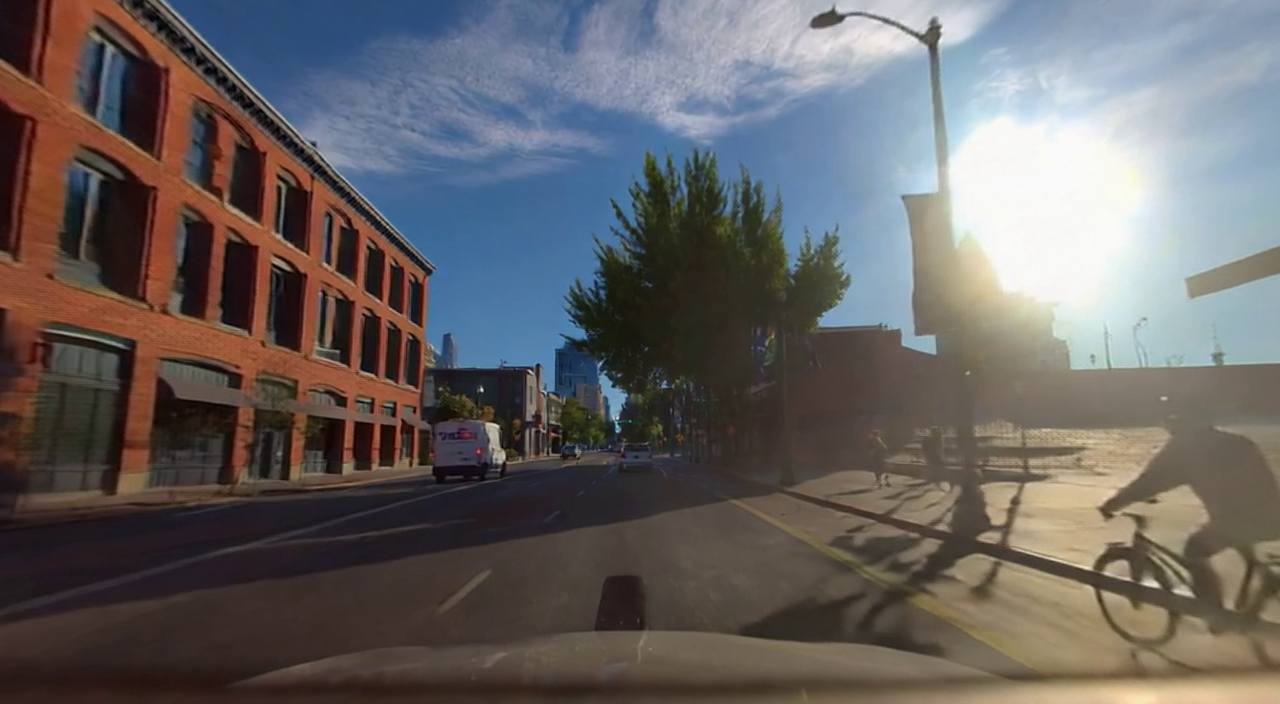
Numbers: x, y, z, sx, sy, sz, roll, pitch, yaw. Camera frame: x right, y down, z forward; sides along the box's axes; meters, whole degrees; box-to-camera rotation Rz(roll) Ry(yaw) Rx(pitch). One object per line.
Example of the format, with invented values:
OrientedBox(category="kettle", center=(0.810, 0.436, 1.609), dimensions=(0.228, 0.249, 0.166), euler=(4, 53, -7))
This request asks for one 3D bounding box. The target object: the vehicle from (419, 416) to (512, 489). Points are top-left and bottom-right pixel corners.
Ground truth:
OrientedBox(category="vehicle", center=(-7.007, 4.103, 26.159), dimensions=(2.418, 2.620, 5.522), euler=(-1, -8, -1))

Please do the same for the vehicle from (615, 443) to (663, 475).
OrientedBox(category="vehicle", center=(-0.085, 5.617, 33.417), dimensions=(2.356, 1.572, 4.810), euler=(0, -9, -1))
